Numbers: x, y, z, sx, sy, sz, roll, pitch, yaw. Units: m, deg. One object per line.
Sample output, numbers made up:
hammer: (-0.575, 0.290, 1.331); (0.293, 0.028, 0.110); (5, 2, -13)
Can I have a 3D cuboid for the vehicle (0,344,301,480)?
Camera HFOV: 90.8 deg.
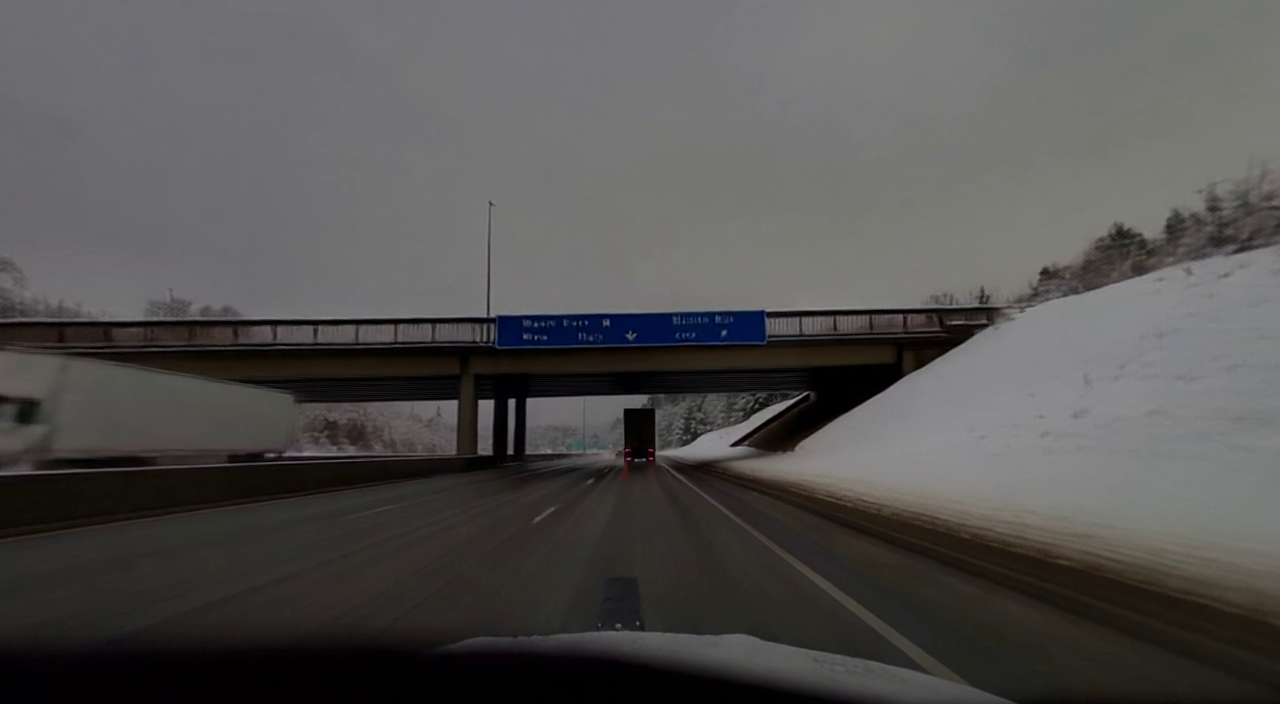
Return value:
vehicle: (-18.958, 2.802, 25.132); (2.997, 3.896, 14.226); (0, -9, 0)
